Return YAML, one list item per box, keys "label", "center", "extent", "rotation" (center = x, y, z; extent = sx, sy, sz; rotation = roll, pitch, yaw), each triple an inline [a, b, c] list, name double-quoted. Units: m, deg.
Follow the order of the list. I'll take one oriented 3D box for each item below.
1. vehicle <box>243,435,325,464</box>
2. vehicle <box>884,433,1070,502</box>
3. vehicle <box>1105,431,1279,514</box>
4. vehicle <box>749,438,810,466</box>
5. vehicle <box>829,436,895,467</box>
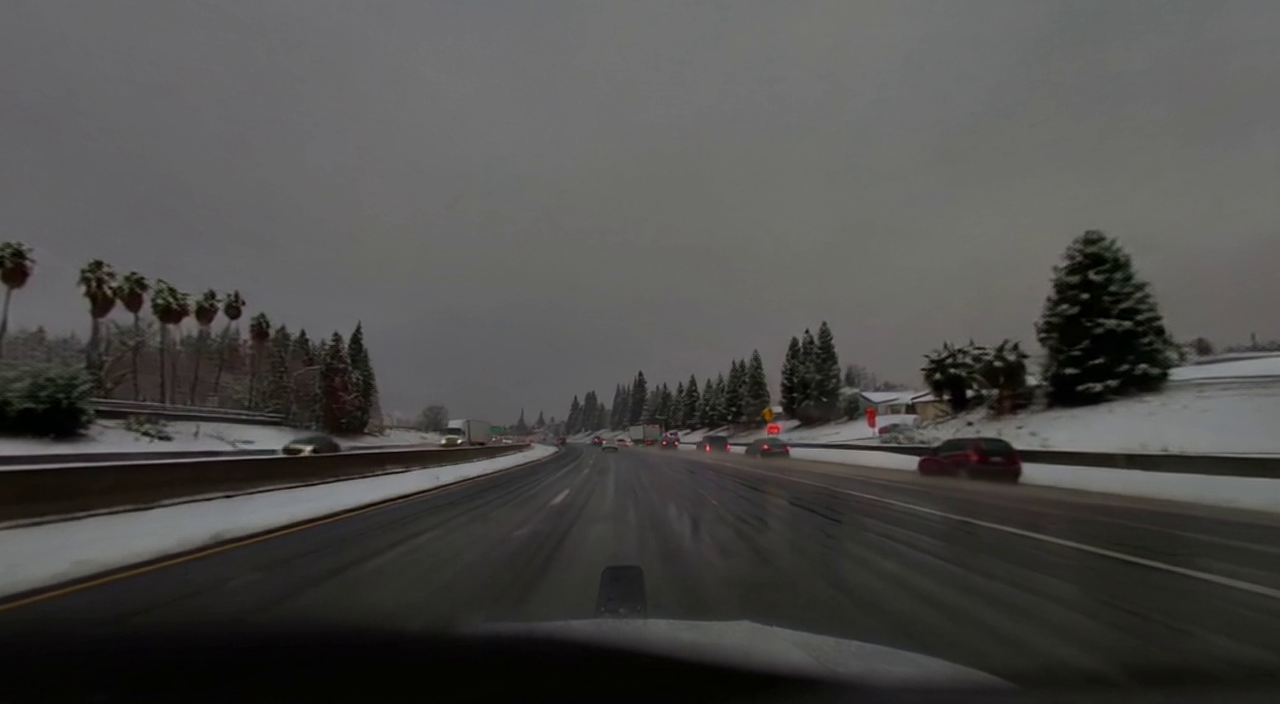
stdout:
- label: "vehicle"
  center: [-19.539, 5.382, 34.846]
  extent: [1.911, 1.468, 4.695]
  rotation: [0, -8, -2]
- label: "vehicle"
  center: [8.326, 2.876, 16.212]
  extent: [2.092, 1.478, 4.647]
  rotation: [0, -8, -2]
- label: "vehicle"
  center: [13.146, 2.608, 14.164]
  extent: [1.903, 1.571, 4.455]
  rotation: [0, -8, -1]
- label: "vehicle"
  center: [7.718, 5.575, 35.334]
  extent: [2.080, 1.457, 4.404]
  rotation: [0, -8, -5]
- label: "vehicle"
  center: [12.185, 5.468, 34.856]
  extent: [1.864, 1.574, 4.059]
  rotation: [0, -8, -5]
